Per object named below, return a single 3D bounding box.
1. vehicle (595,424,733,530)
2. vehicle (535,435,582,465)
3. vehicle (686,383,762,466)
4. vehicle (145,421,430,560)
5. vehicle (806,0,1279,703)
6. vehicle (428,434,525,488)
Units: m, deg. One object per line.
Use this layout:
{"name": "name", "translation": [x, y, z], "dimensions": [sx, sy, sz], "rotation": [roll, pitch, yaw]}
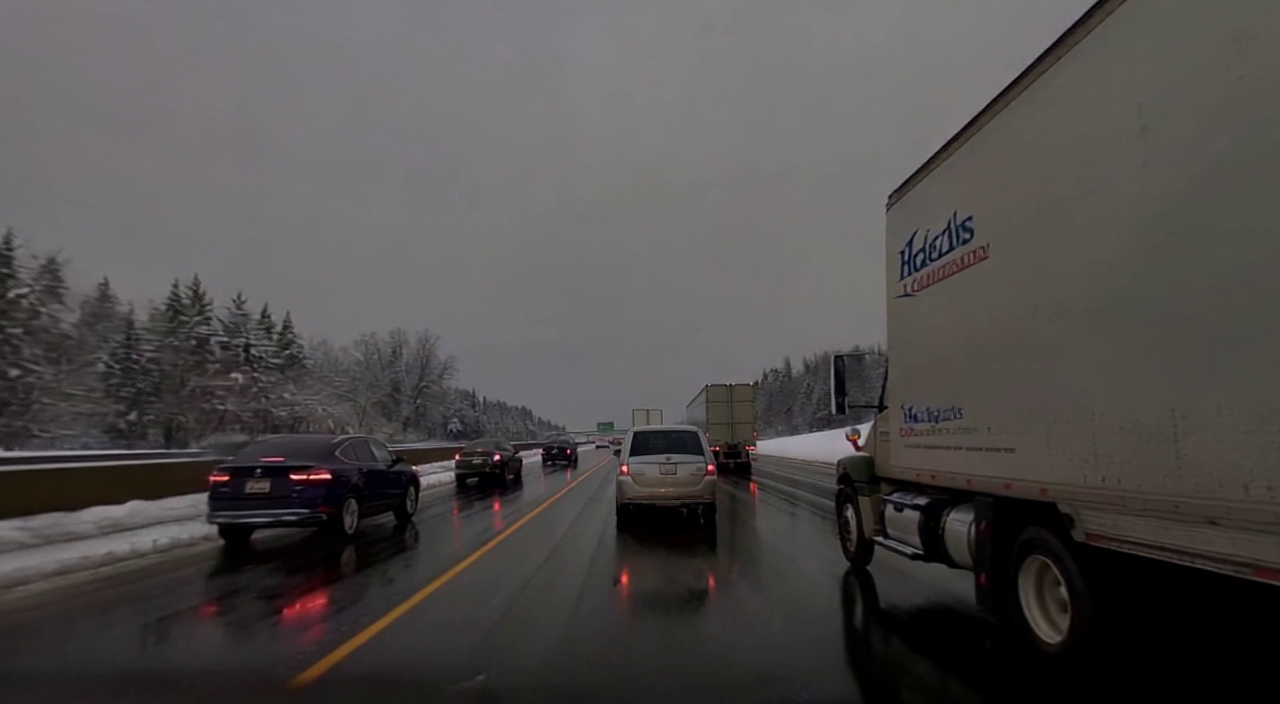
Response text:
{"name": "vehicle", "translation": [0.336, 2.041, 10.870], "dimensions": [1.973, 1.505, 3.568], "rotation": [0, -8, 0]}
{"name": "vehicle", "translation": [-4.391, 5.317, 34.437], "dimensions": [1.887, 1.493, 4.411], "rotation": [0, -8, 1]}
{"name": "vehicle", "translation": [4.682, 4.543, 38.357], "dimensions": [2.892, 4.101, 14.252], "rotation": [0, -8, 1]}
{"name": "vehicle", "translation": [-4.500, 1.773, 8.812], "dimensions": [1.821, 1.514, 3.677], "rotation": [0, -8, 0]}
{"name": "vehicle", "translation": [4.000, 0.181, 6.161], "dimensions": [2.982, 3.860, 6.011], "rotation": [0, -8, -1]}
{"name": "vehicle", "translation": [-4.888, 3.289, 19.441], "dimensions": [1.880, 1.458, 3.978], "rotation": [0, -8, 1]}
